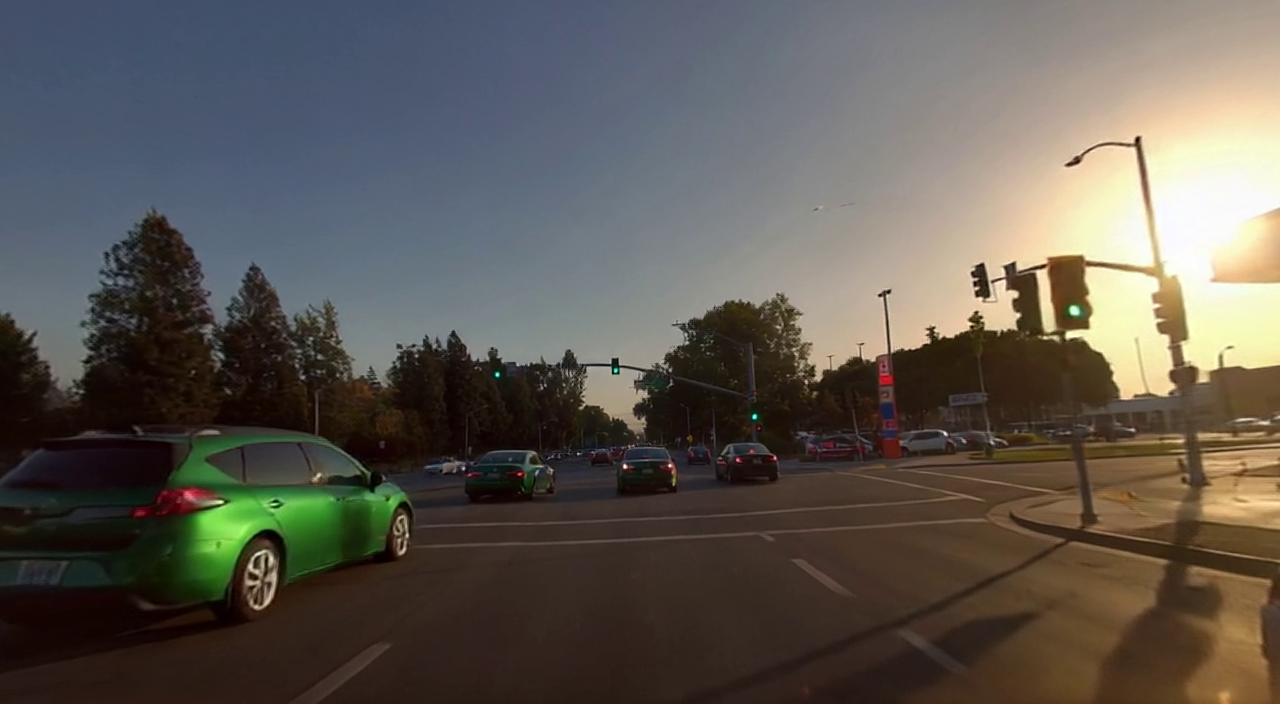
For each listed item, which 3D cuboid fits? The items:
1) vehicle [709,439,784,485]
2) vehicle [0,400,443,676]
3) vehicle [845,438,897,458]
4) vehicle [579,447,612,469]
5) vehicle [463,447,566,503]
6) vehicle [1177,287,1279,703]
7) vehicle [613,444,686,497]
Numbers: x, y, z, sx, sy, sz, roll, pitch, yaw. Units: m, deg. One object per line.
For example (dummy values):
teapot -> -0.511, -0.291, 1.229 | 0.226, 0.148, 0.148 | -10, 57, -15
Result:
vehicle -> 3.766, 3.978, 23.101 | 1.920, 1.479, 4.548 | 0, -8, -1
vehicle -> -3.805, 1.510, 6.404 | 2.023, 1.687, 4.874 | 0, -8, 0
vehicle -> 18.182, 7.572, 49.937 | 2.081, 1.482, 4.860 | 0, -8, -3
vehicle -> -3.237, 7.844, 46.906 | 1.896, 1.501, 4.390 | -1, -8, 3
vehicle -> -3.575, 3.579, 18.830 | 1.995, 1.436, 4.500 | -1, -8, 2
vehicle -> 3.245, 0.391, 0.257 | 1.992, 1.805, 4.549 | 0, -8, 0
vehicle -> 0.296, 3.566, 19.350 | 1.994, 1.433, 3.894 | 0, -8, 1
